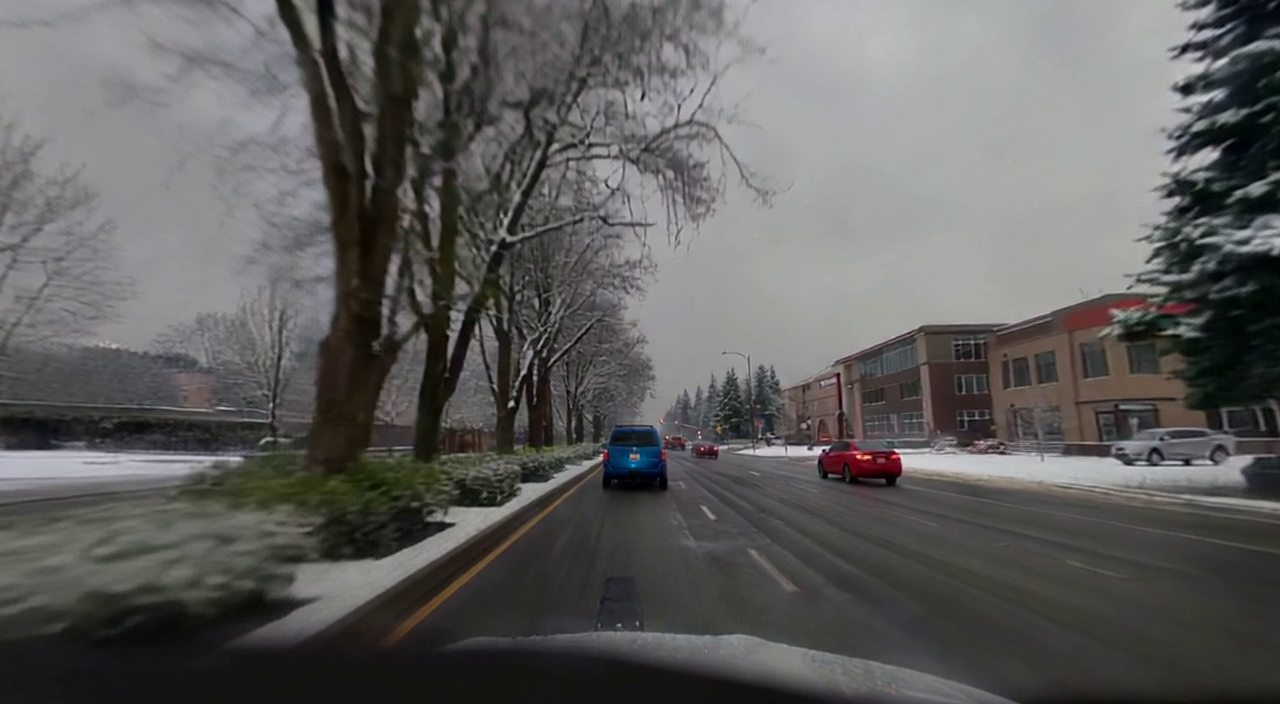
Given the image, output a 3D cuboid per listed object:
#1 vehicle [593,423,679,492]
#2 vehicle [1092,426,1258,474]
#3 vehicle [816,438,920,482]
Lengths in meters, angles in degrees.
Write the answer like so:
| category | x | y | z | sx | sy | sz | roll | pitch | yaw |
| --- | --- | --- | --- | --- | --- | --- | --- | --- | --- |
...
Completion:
| category | x | y | z | sx | sy | sz | roll | pitch | yaw |
| --- | --- | --- | --- | --- | --- | --- | --- | --- | --- |
| vehicle | -0.132 | 3.111 | 18.911 | 2.277 | 1.816 | 4.192 | 0 | -9 | -1 |
| vehicle | 19.451 | 3.552 | 23.102 | 4.333 | 1.521 | 1.824 | -2 | -7 | 0 |
| vehicle | 8.295 | 3.967 | 23.508 | 2.002 | 1.456 | 4.631 | 0 | -9 | -2 |
